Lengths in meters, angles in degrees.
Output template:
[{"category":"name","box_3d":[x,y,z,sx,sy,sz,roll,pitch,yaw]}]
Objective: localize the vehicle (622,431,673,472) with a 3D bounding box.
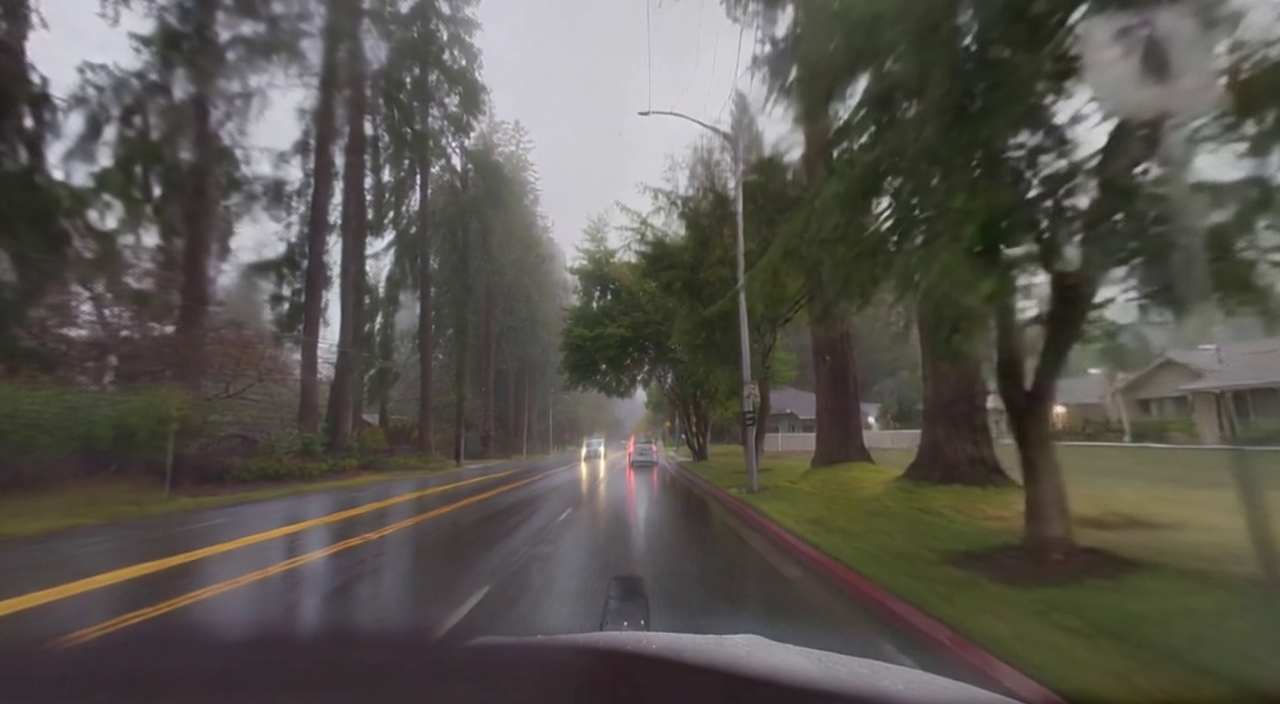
[{"category":"vehicle","box_3d":[0.304,4.505,28.586,2.120,1.718,3.909,0,-9,0]}]

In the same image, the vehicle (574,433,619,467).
[{"category":"vehicle","box_3d":[-2.385,5.530,35.625,2.157,1.765,4.303,-1,-9,2]}]
